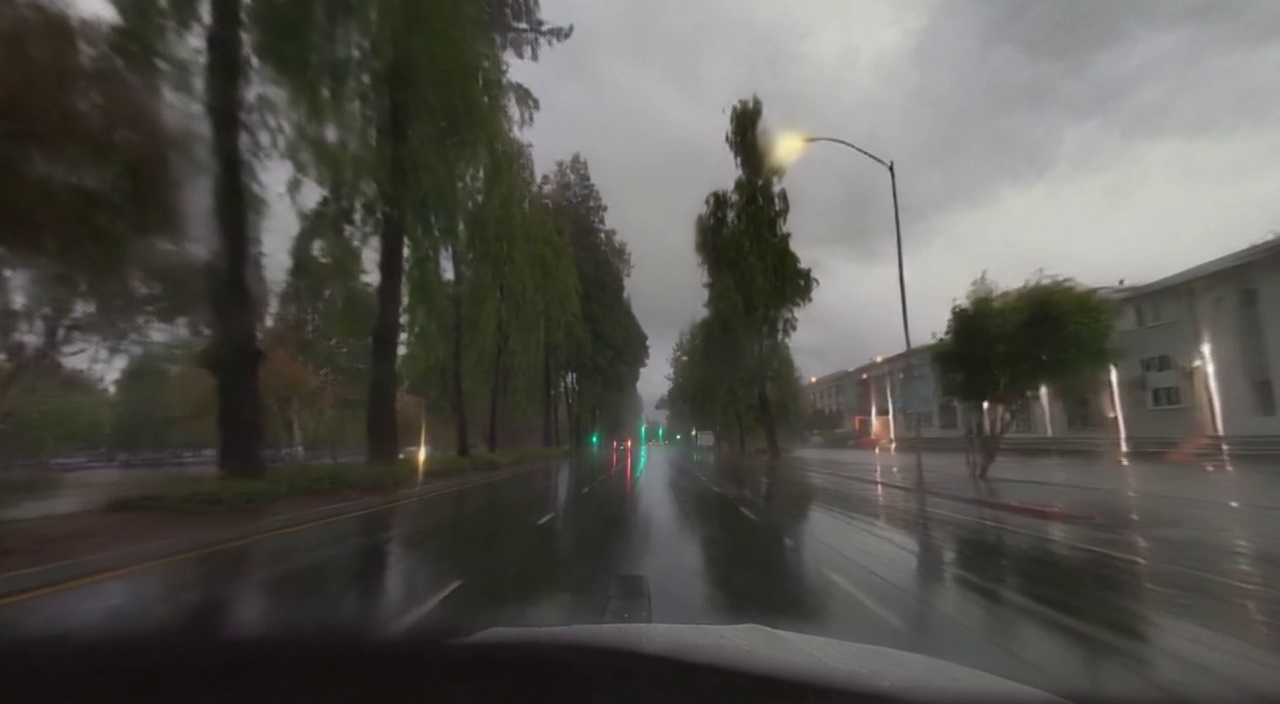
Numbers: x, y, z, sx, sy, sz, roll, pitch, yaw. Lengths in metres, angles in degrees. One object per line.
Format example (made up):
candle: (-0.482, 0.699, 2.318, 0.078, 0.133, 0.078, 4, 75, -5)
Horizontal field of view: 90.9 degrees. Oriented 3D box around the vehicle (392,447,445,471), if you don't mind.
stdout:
vehicle: (-16.190, 7.831, 46.367, 2.168, 1.634, 4.610, 0, -8, 1)
